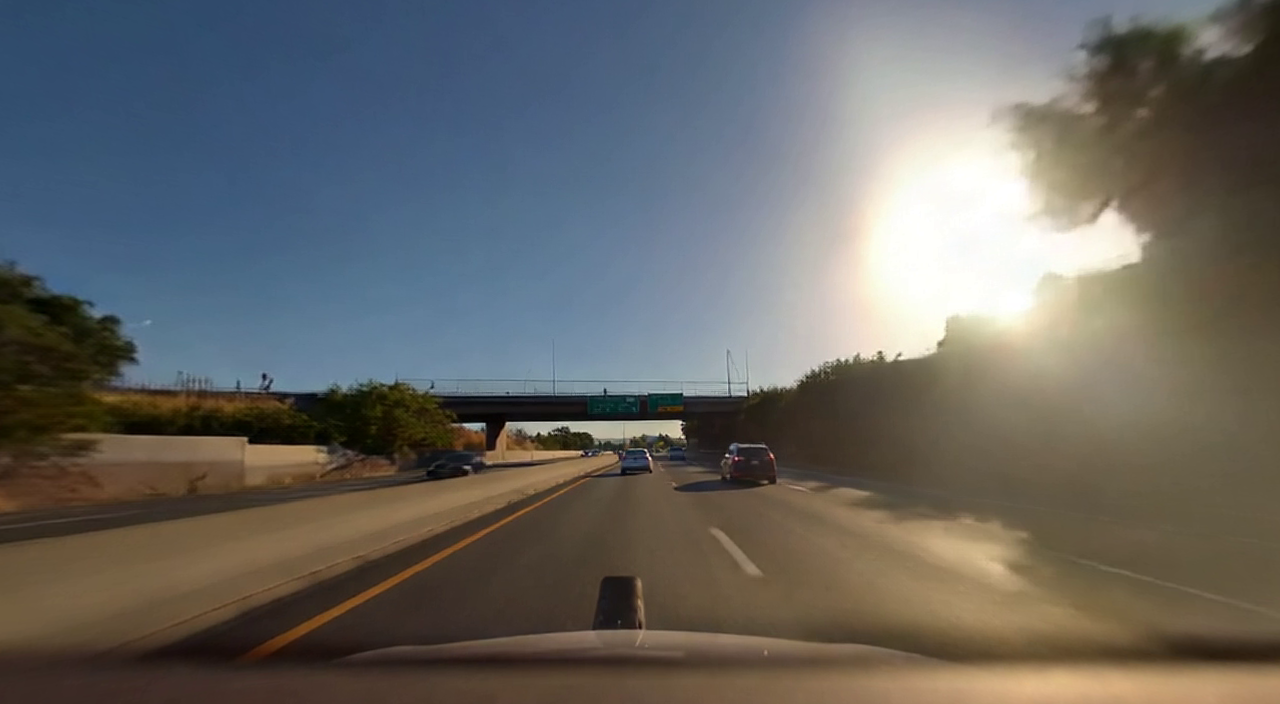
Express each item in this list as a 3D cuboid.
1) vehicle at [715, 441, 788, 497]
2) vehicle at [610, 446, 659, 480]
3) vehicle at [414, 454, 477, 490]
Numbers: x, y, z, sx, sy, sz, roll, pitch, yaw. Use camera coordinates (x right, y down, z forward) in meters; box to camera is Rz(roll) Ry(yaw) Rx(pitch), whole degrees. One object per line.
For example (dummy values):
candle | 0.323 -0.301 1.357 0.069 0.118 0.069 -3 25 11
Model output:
vehicle | 3.492 3.727 20.349 1.969 1.595 3.964 -1 -9 5
vehicle | -0.220 5.603 31.870 2.084 1.594 4.219 -1 -9 5
vehicle | -9.478 5.838 30.882 1.950 1.568 4.292 0 -9 -4
